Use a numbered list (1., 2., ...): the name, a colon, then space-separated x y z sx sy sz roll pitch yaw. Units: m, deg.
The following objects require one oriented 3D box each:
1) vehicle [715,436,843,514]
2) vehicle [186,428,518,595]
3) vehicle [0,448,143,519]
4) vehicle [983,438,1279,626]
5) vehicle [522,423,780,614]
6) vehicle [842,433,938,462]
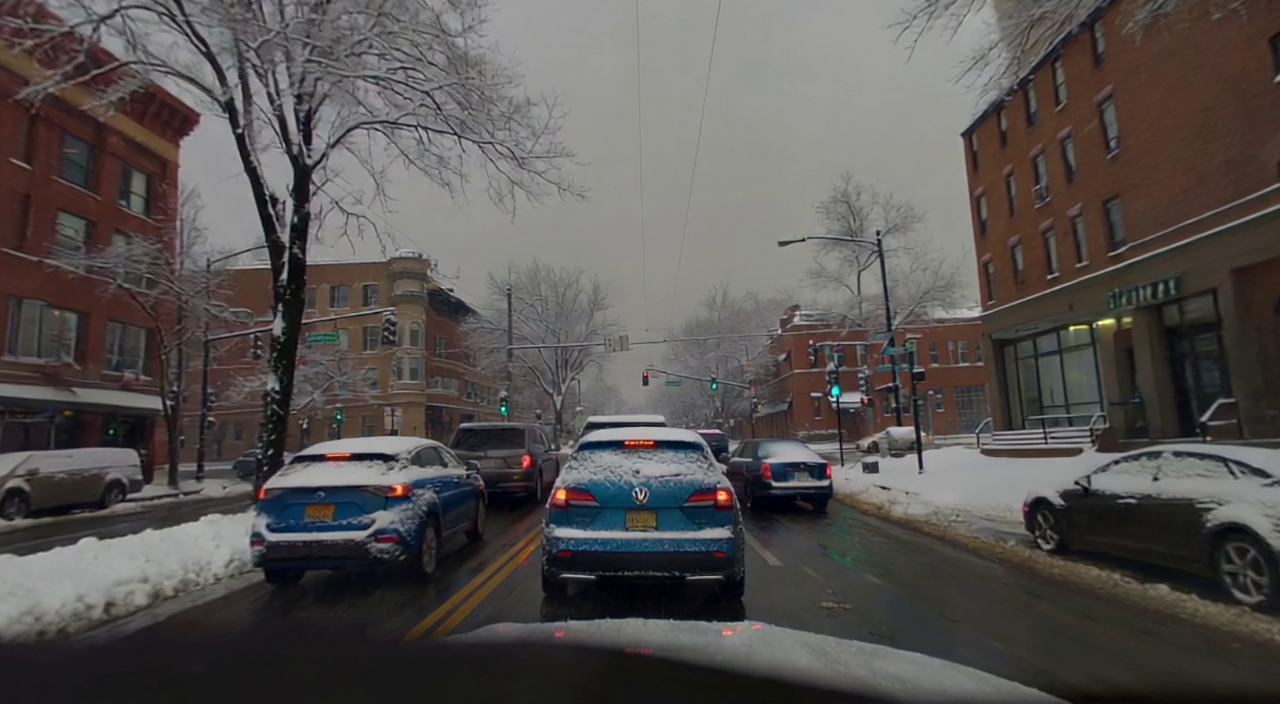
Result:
1. vehicle: 2.986 2.736 14.497 2.018 1.529 3.880 0 -9 0
2. vehicle: -3.006 1.755 7.805 2.131 1.486 4.089 0 -9 1
3. vehicle: -16.238 3.444 17.007 1.914 1.690 4.461 0 -9 1
4. vehicle: 5.964 1.702 6.879 1.873 1.453 4.579 0 -9 0
5. vehicle: 0.081 1.586 6.826 2.022 1.481 3.564 0 -9 0
6. vehicle: 16.357 6.272 41.512 5.345 1.811 2.175 0 -9 -1
